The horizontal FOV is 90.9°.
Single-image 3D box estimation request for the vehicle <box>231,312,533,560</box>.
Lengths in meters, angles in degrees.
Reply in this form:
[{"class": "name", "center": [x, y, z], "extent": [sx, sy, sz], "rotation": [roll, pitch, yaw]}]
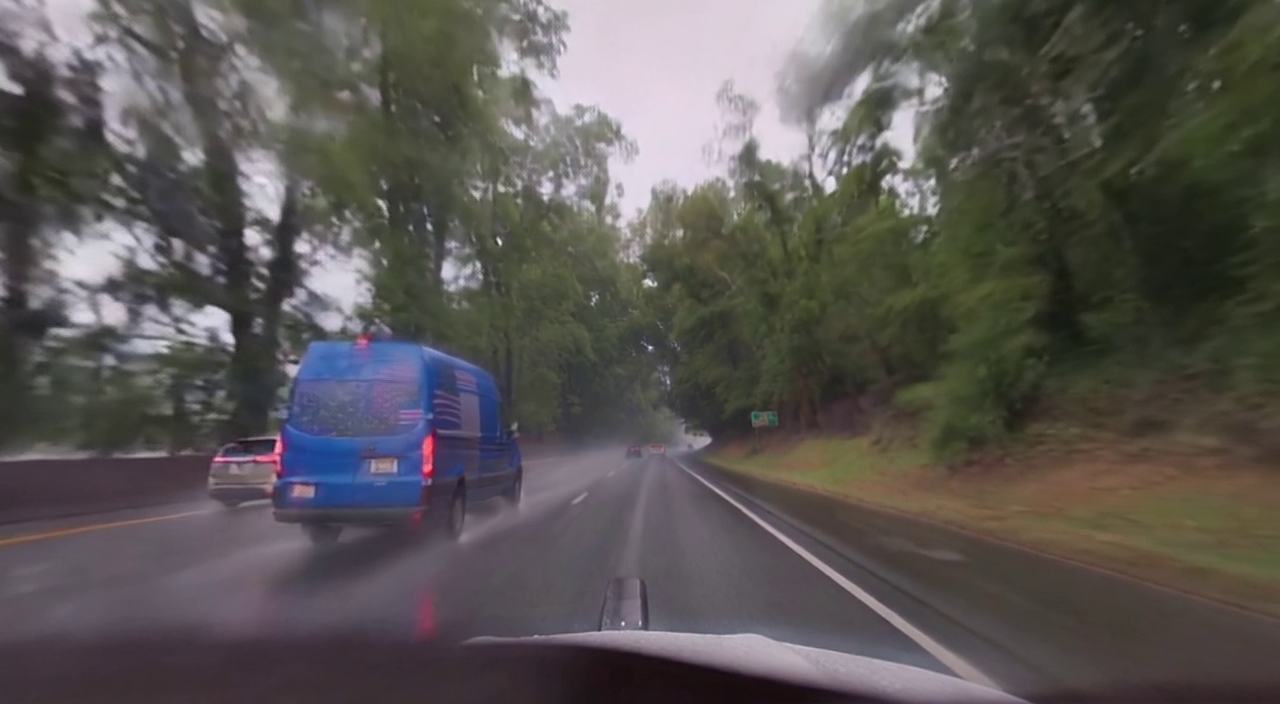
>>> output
[{"class": "vehicle", "center": [-3.468, 1.361, 10.197], "extent": [2.319, 2.883, 5.632], "rotation": [0, -8, 1]}]
